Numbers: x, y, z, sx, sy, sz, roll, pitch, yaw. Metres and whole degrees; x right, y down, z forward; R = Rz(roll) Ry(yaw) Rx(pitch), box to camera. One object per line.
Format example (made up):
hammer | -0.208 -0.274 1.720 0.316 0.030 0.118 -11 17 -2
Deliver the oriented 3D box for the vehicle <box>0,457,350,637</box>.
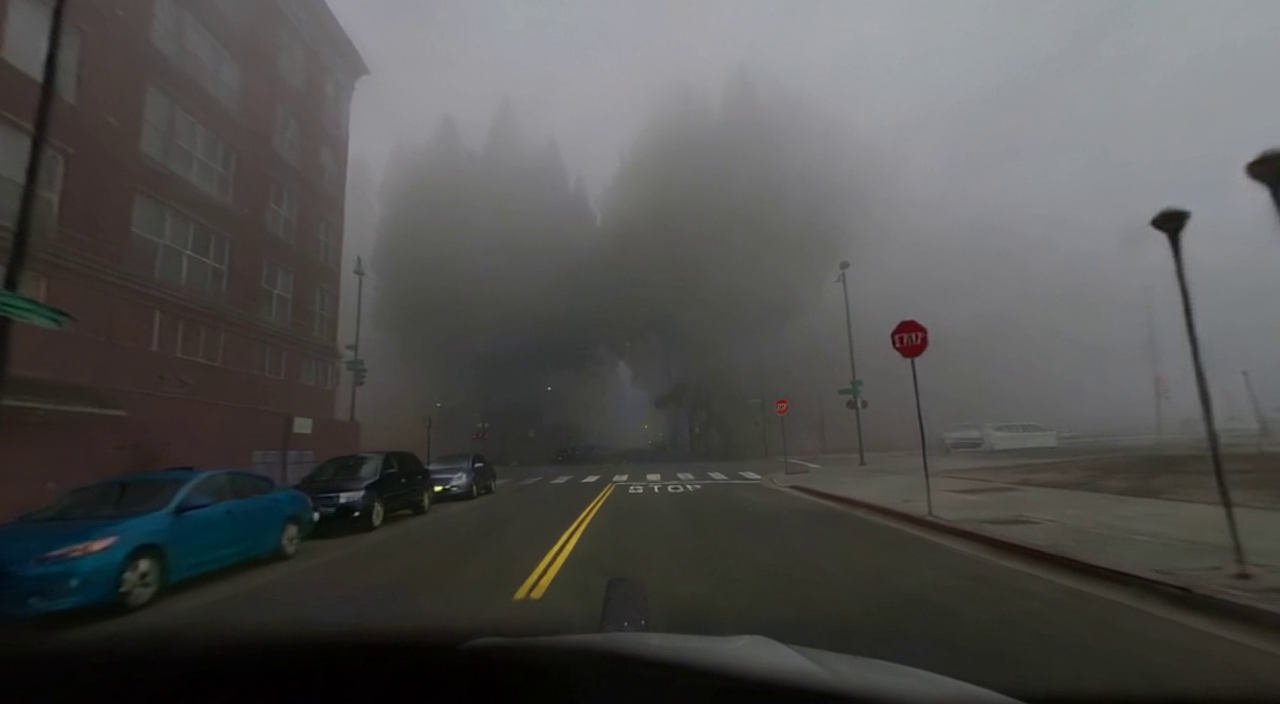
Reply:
vehicle | -5.672 2.036 7.644 2.131 1.407 4.547 0 -8 0

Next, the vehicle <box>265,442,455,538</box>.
vehicle | -5.546 2.737 13.282 1.901 1.631 4.570 0 -8 0
